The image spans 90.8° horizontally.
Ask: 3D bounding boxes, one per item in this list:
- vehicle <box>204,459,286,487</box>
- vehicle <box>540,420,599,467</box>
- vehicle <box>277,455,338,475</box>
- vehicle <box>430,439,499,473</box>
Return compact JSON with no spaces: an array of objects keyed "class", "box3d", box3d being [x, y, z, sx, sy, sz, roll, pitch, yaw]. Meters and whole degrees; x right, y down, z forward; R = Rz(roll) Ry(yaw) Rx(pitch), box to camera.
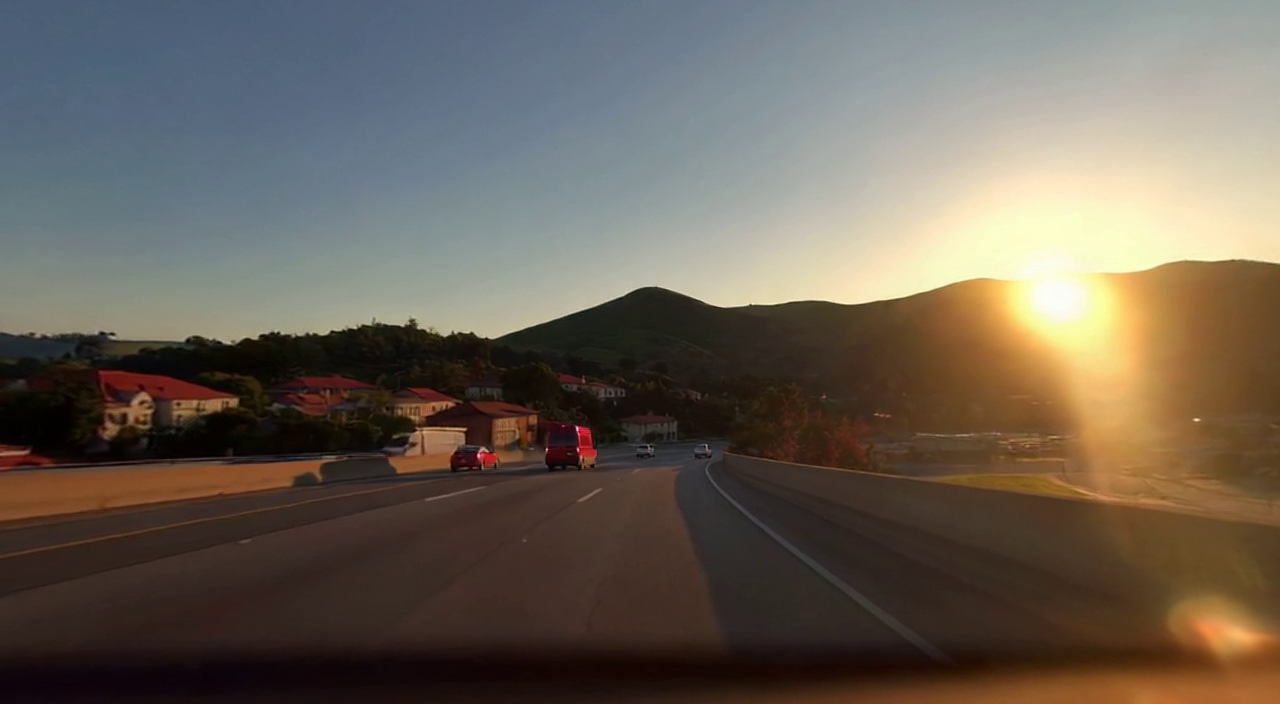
[{"class":"vehicle","box3d":[-23.739,7.271,38.164,1.810,1.457,4.410,-1,-9,5]},{"class":"vehicle","box3d":[-4.292,5.778,39.698,2.314,2.703,6.441,-1,-9,6]},{"class":"vehicle","box3d":[-26.021,8.832,49.601,1.920,1.475,4.695,-1,-9,6]},{"class":"vehicle","box3d":[-8.648,5.153,31.475,1.821,1.524,4.342,-1,-9,6]}]
